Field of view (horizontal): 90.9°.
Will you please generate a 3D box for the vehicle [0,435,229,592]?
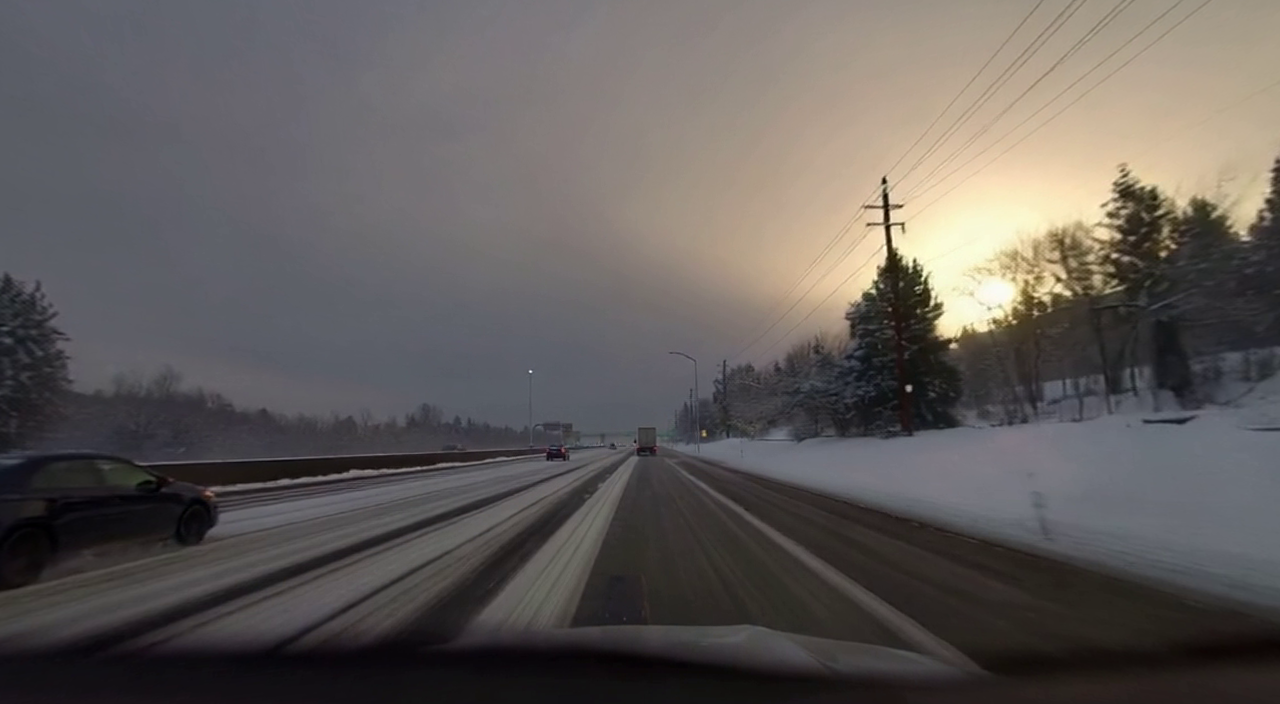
[{"bbox_3d":[-7.139,1.684,6.931,1.971,1.490,4.790,0,-8,0],"label":"vehicle"}]
